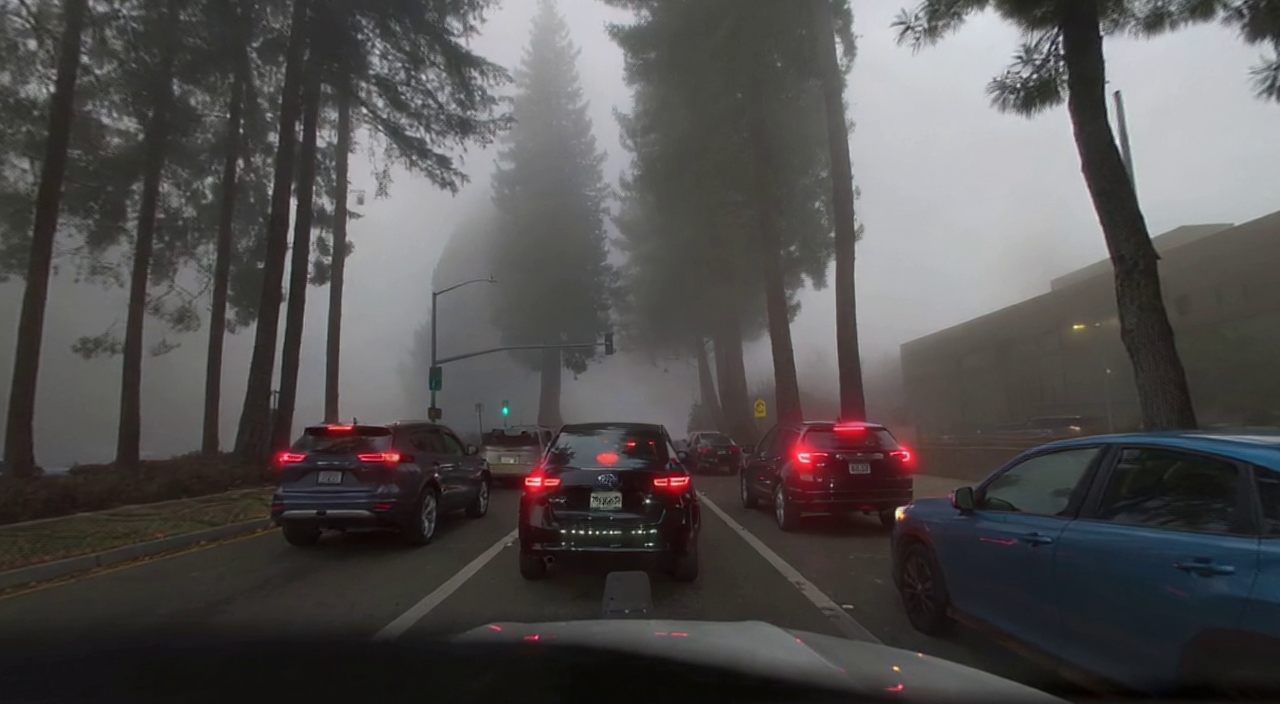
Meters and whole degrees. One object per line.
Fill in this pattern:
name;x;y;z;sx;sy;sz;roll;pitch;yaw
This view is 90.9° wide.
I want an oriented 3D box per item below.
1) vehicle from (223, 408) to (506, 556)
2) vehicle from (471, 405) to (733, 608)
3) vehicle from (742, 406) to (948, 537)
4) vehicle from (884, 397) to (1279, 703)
vehicle;-3.752;1.884;9.862;2.141;1.718;4.809;0;-8;1
vehicle;-0.352;1.585;7.420;2.114;1.631;4.459;0;-8;-1
vehicle;3.344;2.082;11.530;2.117;1.879;4.715;0;-8;-1
vehicle;3.245;1.072;3.380;2.045;1.459;4.462;0;-8;-1
